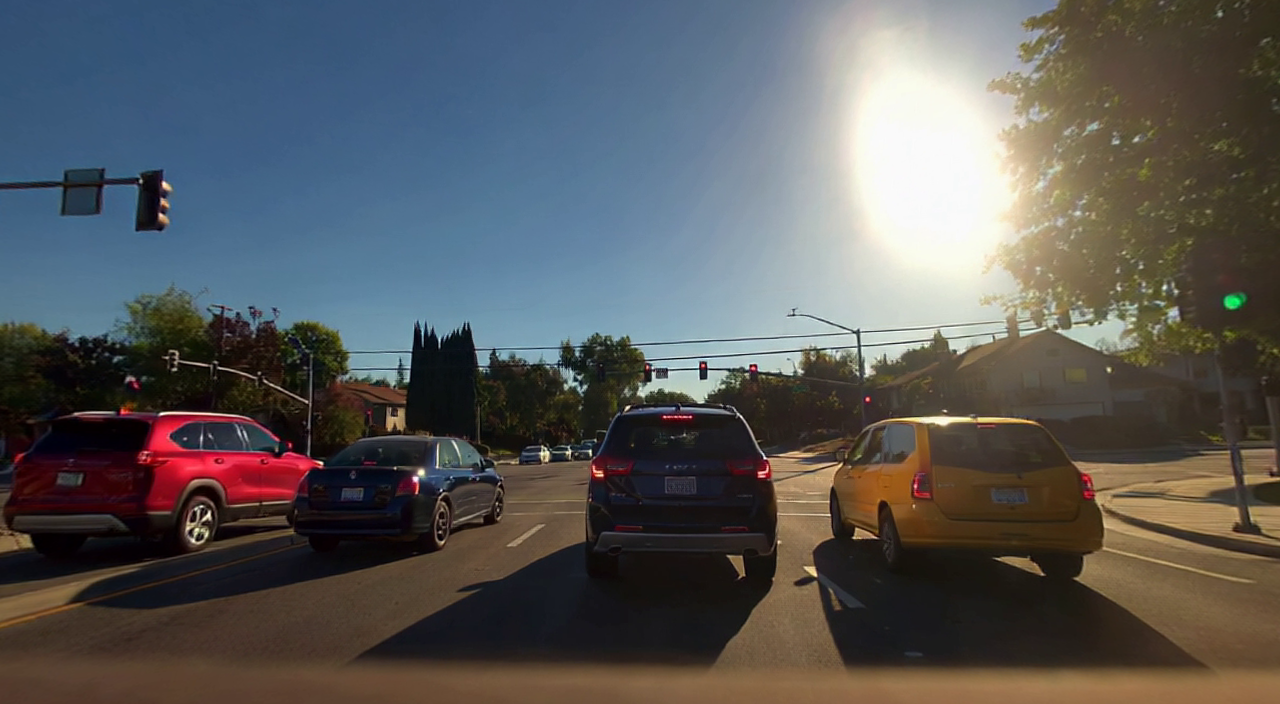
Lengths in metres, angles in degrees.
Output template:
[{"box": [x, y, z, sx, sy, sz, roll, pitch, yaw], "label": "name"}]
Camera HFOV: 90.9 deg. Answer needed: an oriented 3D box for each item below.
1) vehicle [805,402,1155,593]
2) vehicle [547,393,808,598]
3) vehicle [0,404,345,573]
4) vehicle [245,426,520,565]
[{"box": [3.526, 1.587, 7.745, 2.047, 1.638, 4.395, -1, -8, 4], "label": "vehicle"}, {"box": [0.393, 1.518, 7.492, 2.198, 1.708, 4.170, 0, -8, 2], "label": "vehicle"}, {"box": [-6.628, 1.822, 9.256, 2.075, 1.796, 4.785, 0, -8, 2], "label": "vehicle"}, {"box": [-3.237, 1.883, 9.094, 1.885, 1.475, 4.359, -1, -8, 4], "label": "vehicle"}]
